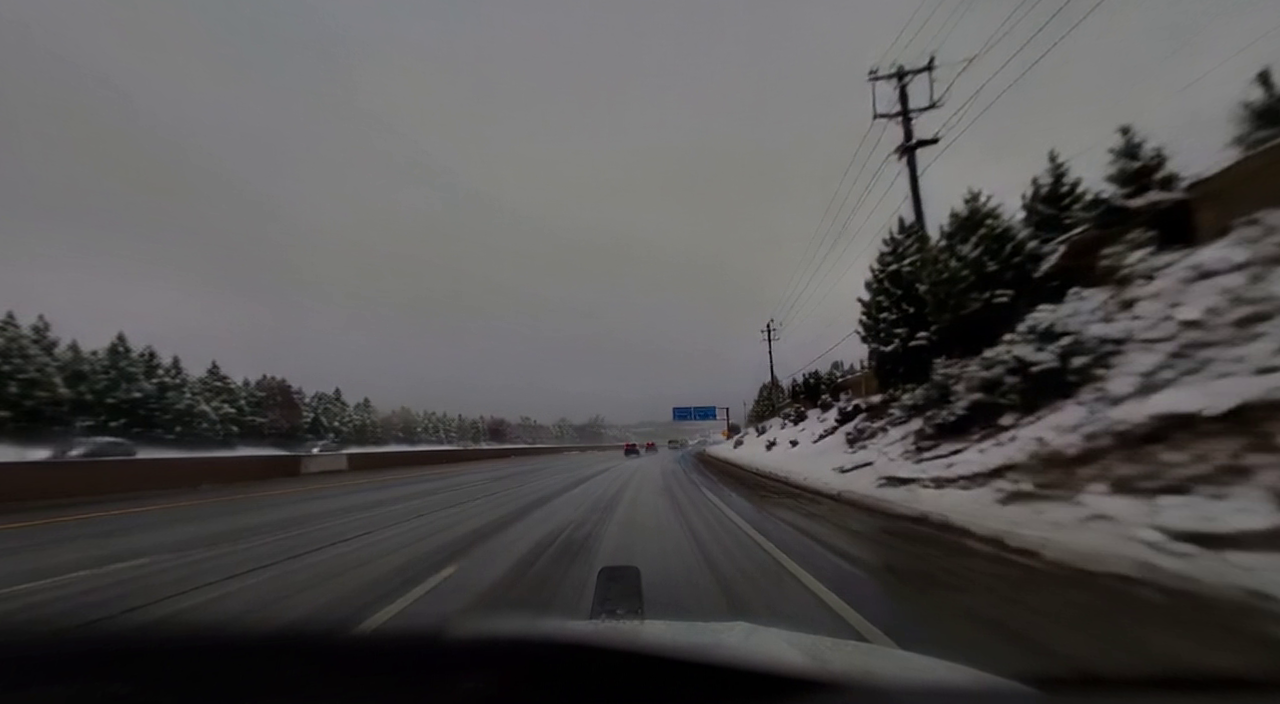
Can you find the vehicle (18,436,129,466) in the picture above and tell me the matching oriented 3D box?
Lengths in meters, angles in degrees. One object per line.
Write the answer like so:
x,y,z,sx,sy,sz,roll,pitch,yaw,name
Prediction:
-31.417,5.489,35.265,1.839,1.551,4.585,0,-9,2,vehicle
